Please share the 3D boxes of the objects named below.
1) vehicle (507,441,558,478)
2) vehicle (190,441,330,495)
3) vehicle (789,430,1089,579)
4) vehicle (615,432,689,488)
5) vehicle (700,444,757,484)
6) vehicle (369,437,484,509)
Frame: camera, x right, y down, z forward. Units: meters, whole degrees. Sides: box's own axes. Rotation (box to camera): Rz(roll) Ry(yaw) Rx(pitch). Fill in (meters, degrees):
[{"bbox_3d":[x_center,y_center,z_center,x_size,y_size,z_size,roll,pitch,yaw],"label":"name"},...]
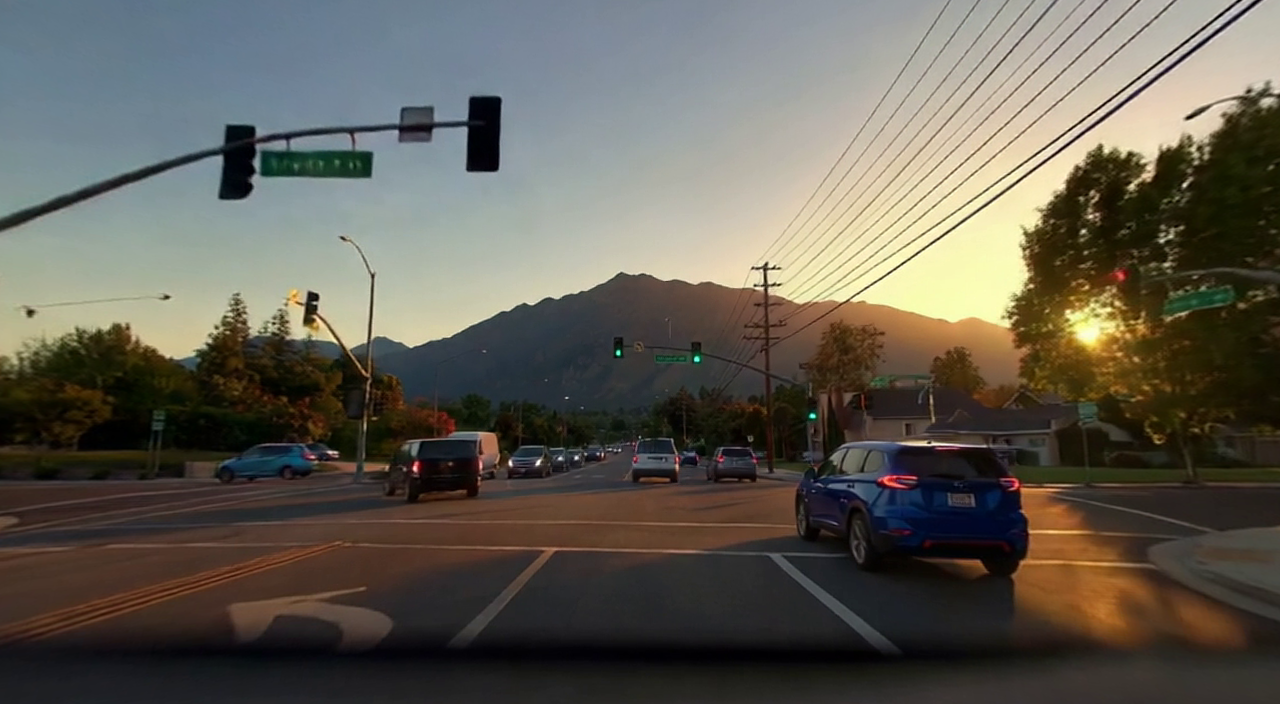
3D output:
[{"bbox_3d":[-5.727,5.765,34.098,1.983,1.801,4.391,0,-8,0],"label":"vehicle"},{"bbox_3d":[-14.313,4.326,23.785,4.530,1.864,1.999,-3,-9,20],"label":"vehicle"},{"bbox_3d":[3.923,2.065,9.493,2.155,1.658,4.721,0,-8,0],"label":"vehicle"},{"bbox_3d":[0.453,4.251,25.158,2.636,2.011,5.130,0,-8,0],"label":"vehicle"},{"bbox_3d":[3.915,5.023,28.638,1.957,1.646,4.355,0,-8,0],"label":"vehicle"},{"bbox_3d":[-6.157,3.324,17.869,2.059,1.749,4.458,5,-10,-31],"label":"vehicle"}]
